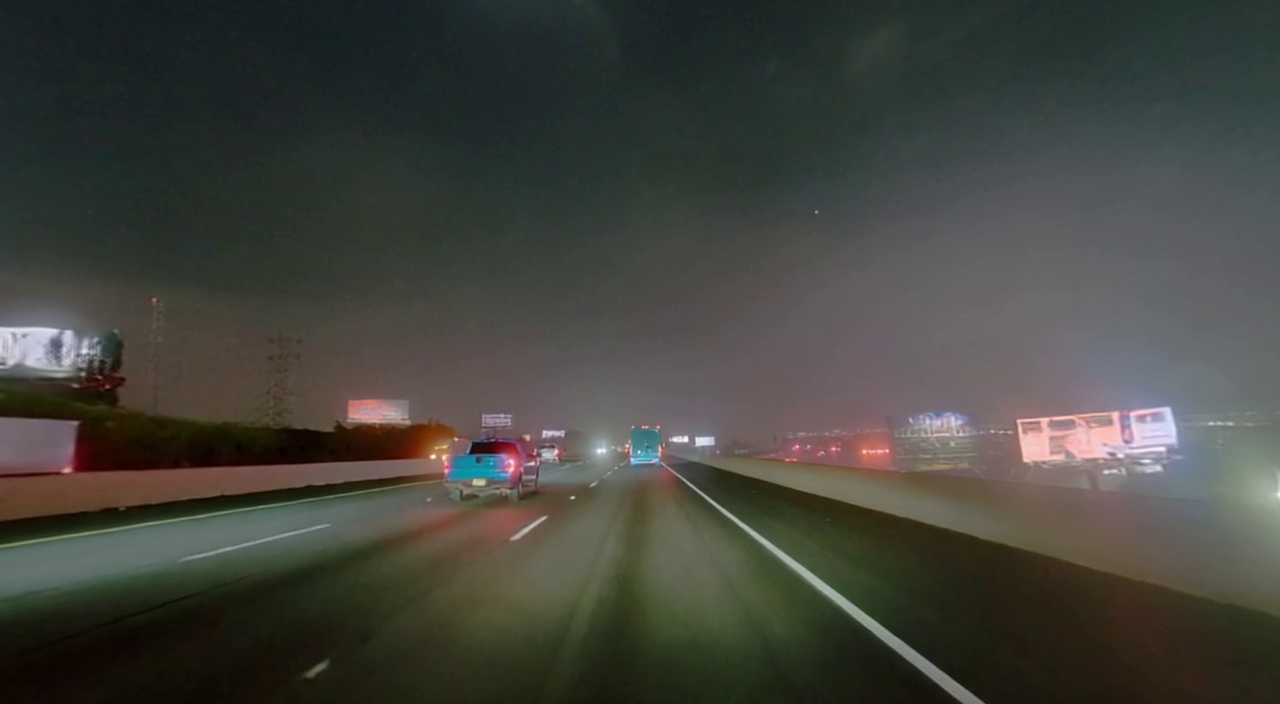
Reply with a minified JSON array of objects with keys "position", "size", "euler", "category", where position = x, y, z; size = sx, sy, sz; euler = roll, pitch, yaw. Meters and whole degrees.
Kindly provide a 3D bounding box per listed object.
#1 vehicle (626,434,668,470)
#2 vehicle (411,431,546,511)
[{"position":[0.458,6.799,42.799],"size":[2.692,2.279,5.695],"euler":[0,-9,0],"category":"vehicle"},{"position":[-3.921,2.972,16.232],"size":[2.145,1.730,4.729],"euler":[0,-9,1],"category":"vehicle"}]
